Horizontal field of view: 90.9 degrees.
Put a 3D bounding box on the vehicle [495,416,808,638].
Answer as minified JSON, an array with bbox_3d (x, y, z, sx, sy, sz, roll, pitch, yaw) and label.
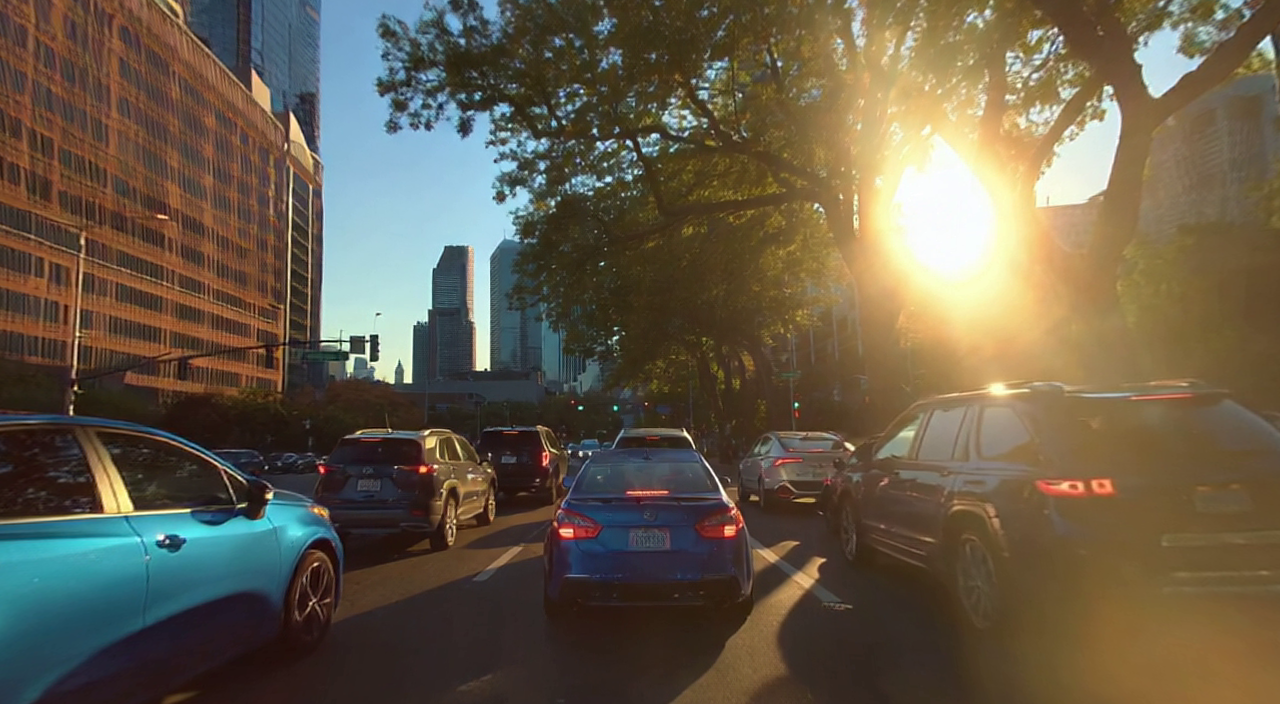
[{"bbox_3d":[0.082,1.506,6.389,2.147,1.507,3.953,0,-8,0],"label":"vehicle"}]

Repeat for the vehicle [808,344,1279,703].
[{"bbox_3d":[3.052,1.163,5.100,2.108,1.785,4.334,0,-9,-1],"label":"vehicle"}]

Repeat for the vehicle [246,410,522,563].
[{"bbox_3d":[-3.366,1.882,9.553,2.168,1.719,4.561,-1,-9,1],"label":"vehicle"}]

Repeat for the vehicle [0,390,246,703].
[{"bbox_3d":[-3.397,0.751,1.242,2.144,1.505,4.635,-1,-9,2],"label":"vehicle"}]
